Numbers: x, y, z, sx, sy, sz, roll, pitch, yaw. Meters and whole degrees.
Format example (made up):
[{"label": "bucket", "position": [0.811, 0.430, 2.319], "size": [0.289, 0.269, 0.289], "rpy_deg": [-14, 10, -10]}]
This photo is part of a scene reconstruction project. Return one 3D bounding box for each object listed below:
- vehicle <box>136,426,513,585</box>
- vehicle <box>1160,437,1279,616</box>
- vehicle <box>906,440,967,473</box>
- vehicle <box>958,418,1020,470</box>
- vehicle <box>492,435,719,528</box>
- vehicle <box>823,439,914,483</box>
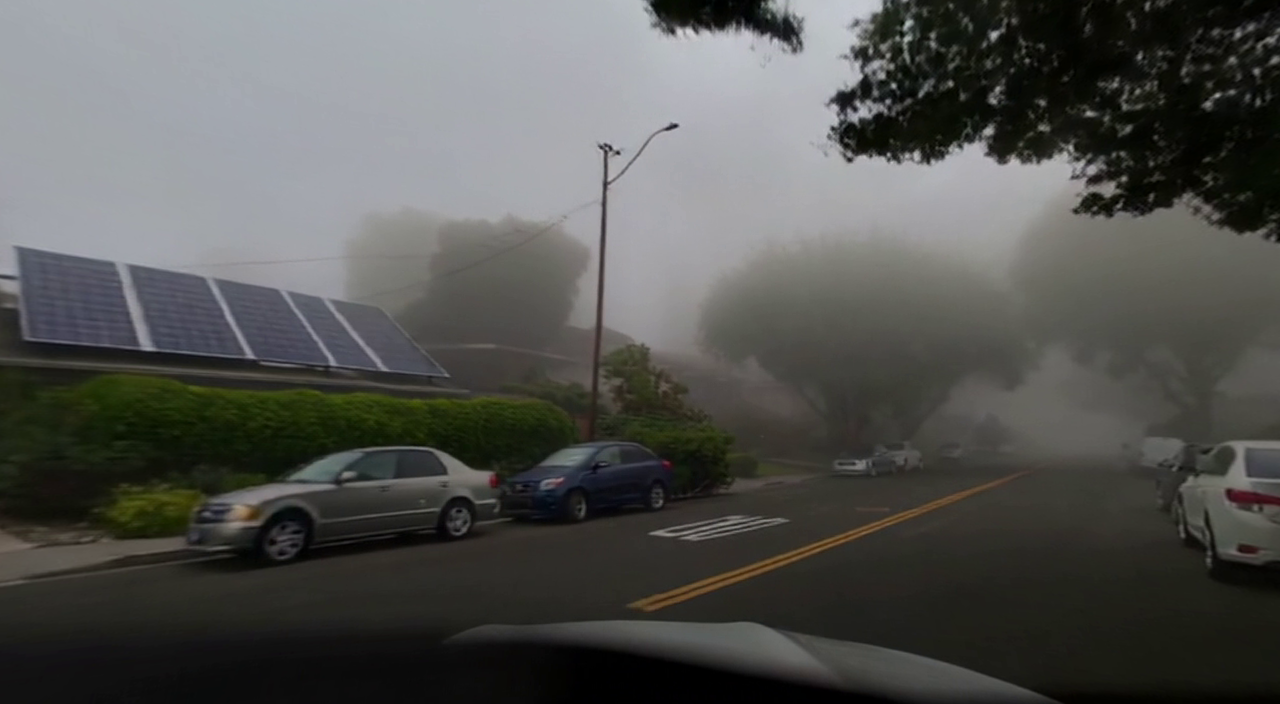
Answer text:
[{"label": "vehicle", "position": [-3.729, 1.802, 8.092], "size": [1.805, 1.488, 3.838], "rpy_deg": [-7, -12, 37]}, {"label": "vehicle", "position": [7.168, 1.684, 6.906], "size": [1.969, 1.478, 4.632], "rpy_deg": [-6, -9, 37]}, {"label": "vehicle", "position": [15.786, 5.582, 33.376], "size": [1.818, 1.563, 4.483], "rpy_deg": [-8, -14, 37]}, {"label": "vehicle", "position": [27.184, 7.042, 48.789], "size": [2.896, 3.648, 8.004], "rpy_deg": [-6, -9, 36]}, {"label": "vehicle", "position": [-0.467, 2.394, 12.334], "size": [1.848, 1.406, 4.601], "rpy_deg": [-9, -11, 37]}, {"label": "vehicle", "position": [9.017, 4.221, 24.599], "size": [1.901, 1.472, 4.676], "rpy_deg": [-11, -13, 35]}]
